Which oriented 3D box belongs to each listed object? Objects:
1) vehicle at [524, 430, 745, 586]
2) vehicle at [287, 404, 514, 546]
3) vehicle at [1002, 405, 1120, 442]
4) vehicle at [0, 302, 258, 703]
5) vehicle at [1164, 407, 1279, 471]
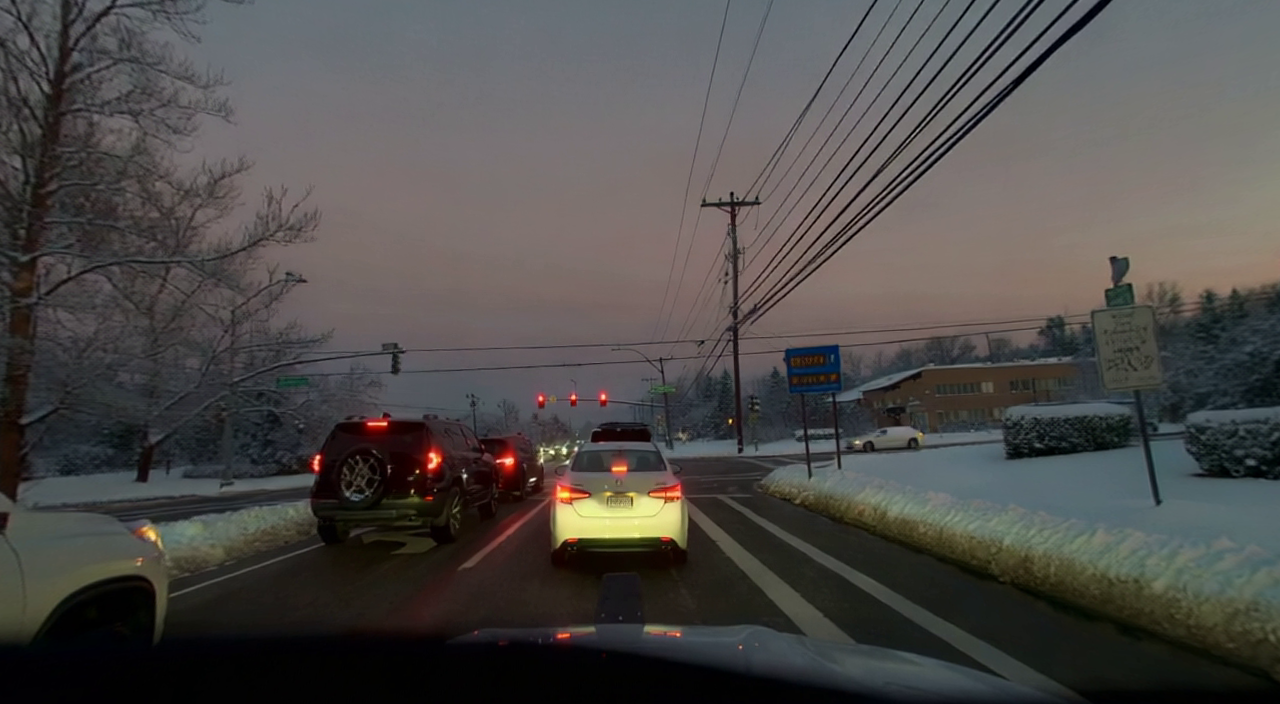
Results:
[{"bbox_3d":[-0.106,1.802,8.147,2.121,1.474,3.968,0,-8,-2],"label":"vehicle"},{"bbox_3d":[-3.850,2.088,11.374,2.147,1.963,4.927,0,-8,0],"label":"vehicle"},{"bbox_3d":[26.860,4.637,40.497,5.782,2.286,2.223,-1,-9,4],"label":"vehicle"},{"bbox_3d":[-3.602,0.637,1.533,2.085,1.943,5.053,0,-8,1],"label":"vehicle"},{"bbox_3d":[17.007,2.538,18.262,1.858,1.622,4.491,-5,-10,28],"label":"vehicle"}]
